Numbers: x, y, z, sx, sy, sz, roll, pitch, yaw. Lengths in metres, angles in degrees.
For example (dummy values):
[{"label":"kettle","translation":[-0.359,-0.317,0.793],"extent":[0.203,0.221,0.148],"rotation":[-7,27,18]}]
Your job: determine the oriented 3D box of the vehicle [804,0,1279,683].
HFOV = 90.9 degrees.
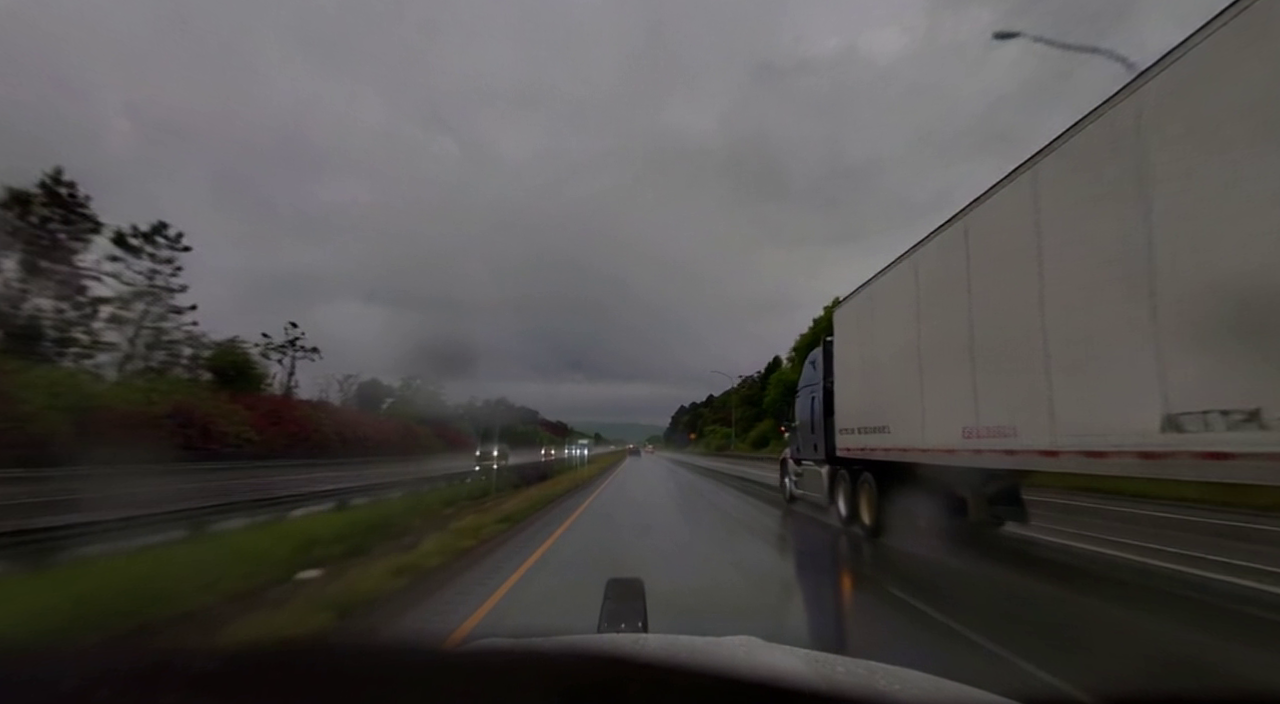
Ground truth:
[{"label":"vehicle","translation":[5.009,0.148,5.772],"extent":[2.983,4.030,14.444],"rotation":[0,-9,-1]}]
